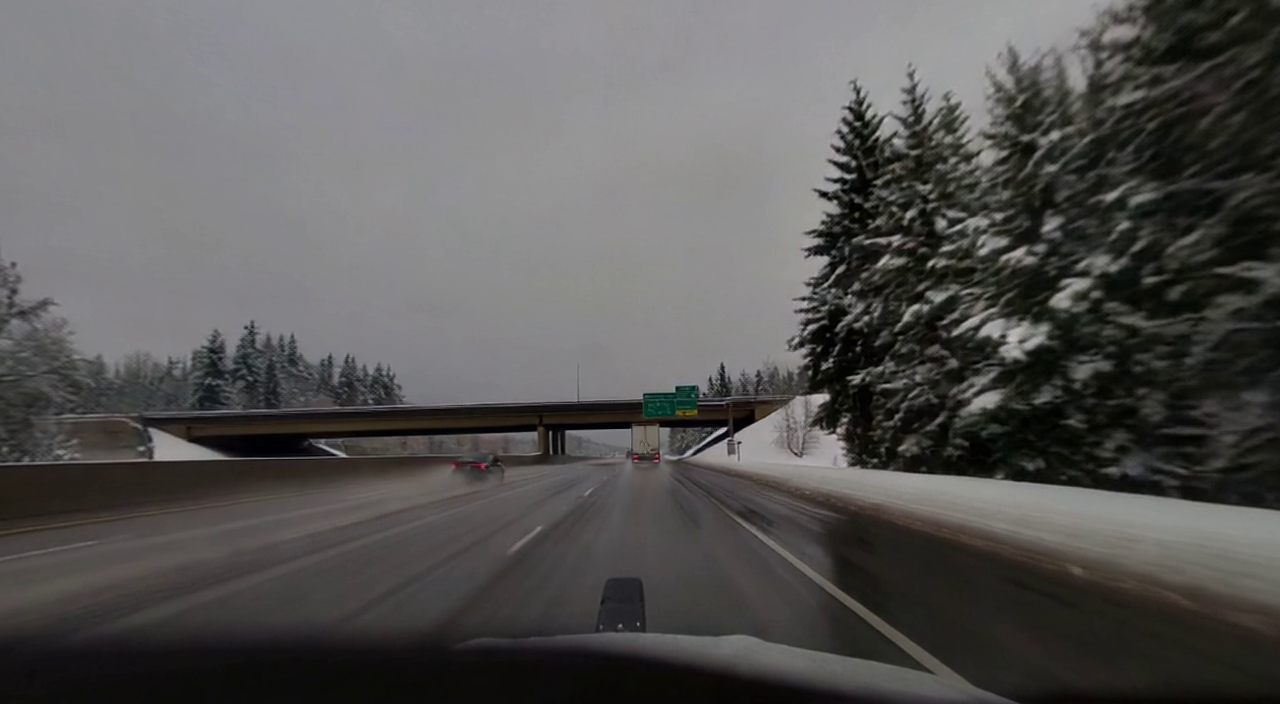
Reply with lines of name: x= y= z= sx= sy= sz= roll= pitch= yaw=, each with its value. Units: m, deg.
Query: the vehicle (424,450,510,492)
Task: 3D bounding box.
vehicle: x=-6.753 y=4.674 z=25.188 sx=1.953 sy=1.452 sz=4.711 roll=-1 pitch=-9 yaw=2

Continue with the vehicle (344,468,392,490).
vehicle: x=-19.533 y=9.099 z=45.473 sx=1.642 sy=1.362 sz=4.039 roll=0 pitch=-9 yaw=1
